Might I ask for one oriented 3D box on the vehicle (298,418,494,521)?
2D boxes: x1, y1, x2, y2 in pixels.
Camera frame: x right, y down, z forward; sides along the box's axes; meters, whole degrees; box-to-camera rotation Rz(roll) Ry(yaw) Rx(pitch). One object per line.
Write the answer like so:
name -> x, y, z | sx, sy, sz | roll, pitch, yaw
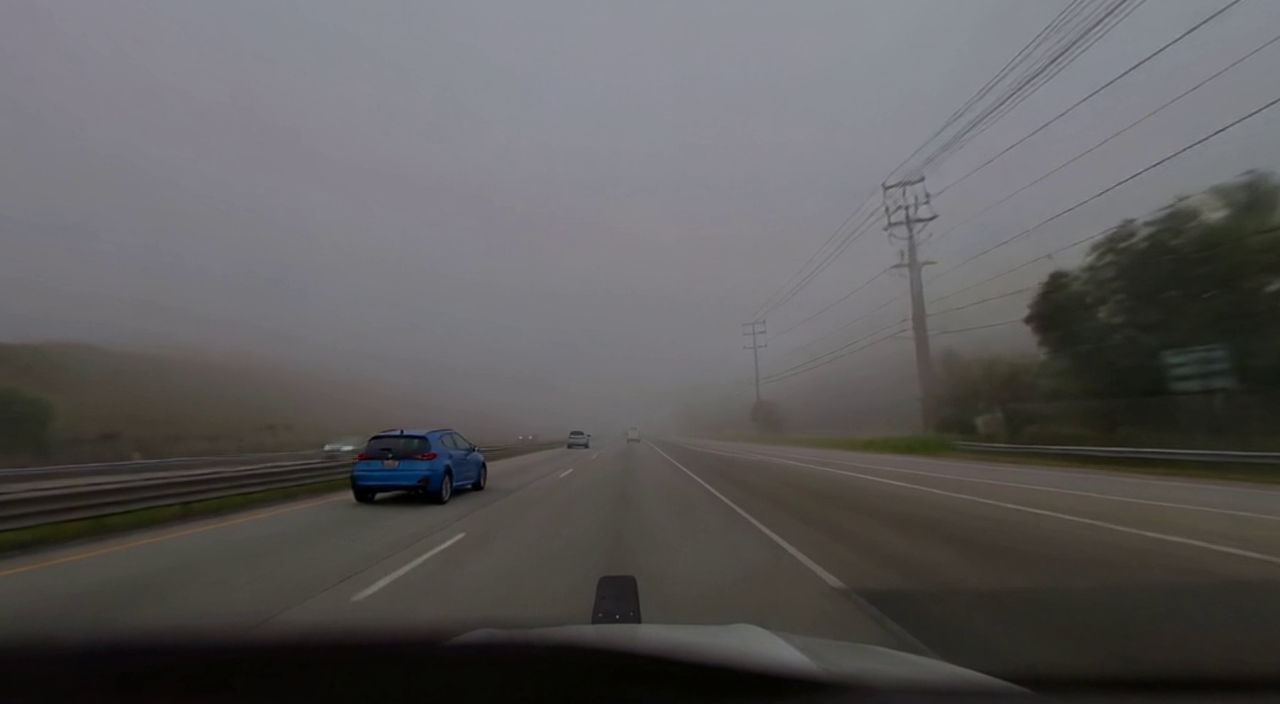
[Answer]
vehicle -> -4.283, 2.103, 11.899 | 2.023, 1.580, 4.259 | 0, -8, -1
